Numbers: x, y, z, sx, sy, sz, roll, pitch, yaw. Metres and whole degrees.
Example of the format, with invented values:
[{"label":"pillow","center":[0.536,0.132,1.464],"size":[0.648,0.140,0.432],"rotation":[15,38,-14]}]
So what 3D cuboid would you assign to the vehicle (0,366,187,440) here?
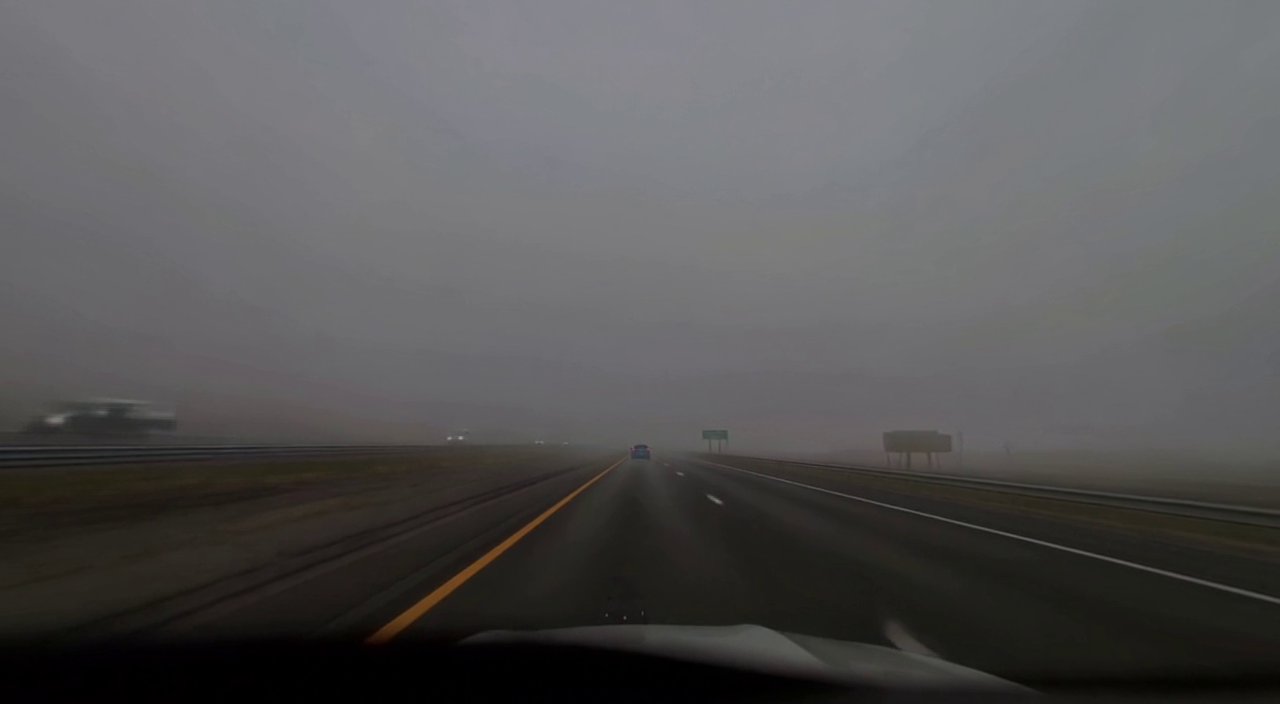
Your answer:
[{"label":"vehicle","center":[-26.876,2.758,31.554],"size":[2.880,3.220,7.135],"rotation":[0,-8,1]}]
